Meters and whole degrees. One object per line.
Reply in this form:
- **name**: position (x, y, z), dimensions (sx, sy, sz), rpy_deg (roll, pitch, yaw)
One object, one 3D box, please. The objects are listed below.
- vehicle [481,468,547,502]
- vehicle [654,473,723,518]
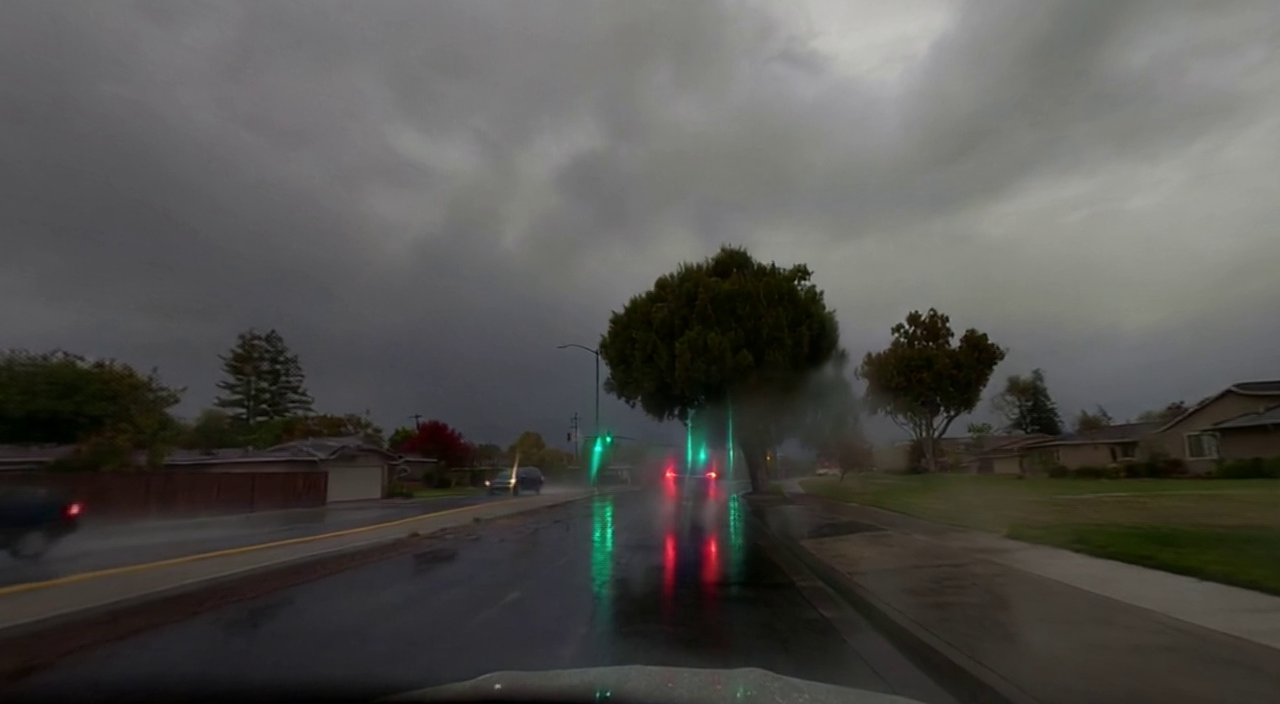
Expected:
- **vehicle**: position (-7.394, 7.835, 37.418), dimensions (2.066, 1.744, 4.771), rpy_deg (-5, -11, 12)
- **vehicle**: position (1.781, 4.753, 21.334), dimensions (1.972, 1.250, 5.282), rpy_deg (-1, -11, 8)
